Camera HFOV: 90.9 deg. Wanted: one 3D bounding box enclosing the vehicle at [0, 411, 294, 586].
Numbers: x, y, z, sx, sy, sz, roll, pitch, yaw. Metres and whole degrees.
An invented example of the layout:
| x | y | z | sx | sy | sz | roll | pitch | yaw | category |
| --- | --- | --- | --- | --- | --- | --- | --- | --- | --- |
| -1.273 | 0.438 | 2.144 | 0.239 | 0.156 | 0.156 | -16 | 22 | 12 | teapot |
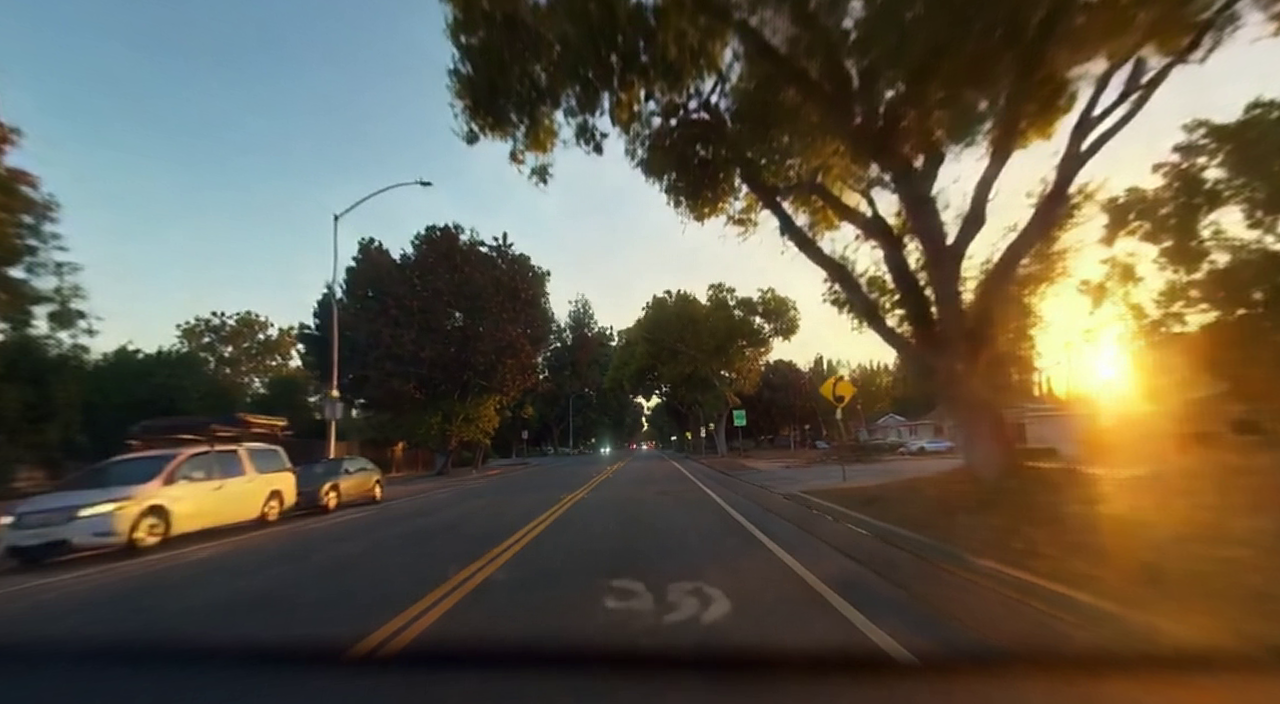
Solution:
| x | y | z | sx | sy | sz | roll | pitch | yaw | category |
| --- | --- | --- | --- | --- | --- | --- | --- | --- | --- |
| -7.931 | 2.074 | 10.031 | 2.138 | 2.038 | 4.717 | -4 | -7 | 2 | vehicle |

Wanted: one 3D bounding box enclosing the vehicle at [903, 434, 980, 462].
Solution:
| x | y | z | sx | sy | sz | roll | pitch | yaw | category |
| --- | --- | --- | --- | --- | --- | --- | --- | --- | --- |
| 20.392 | 6.518 | 42.789 | 4.151 | 1.730 | 2.131 | 0 | -9 | 5 | vehicle |
